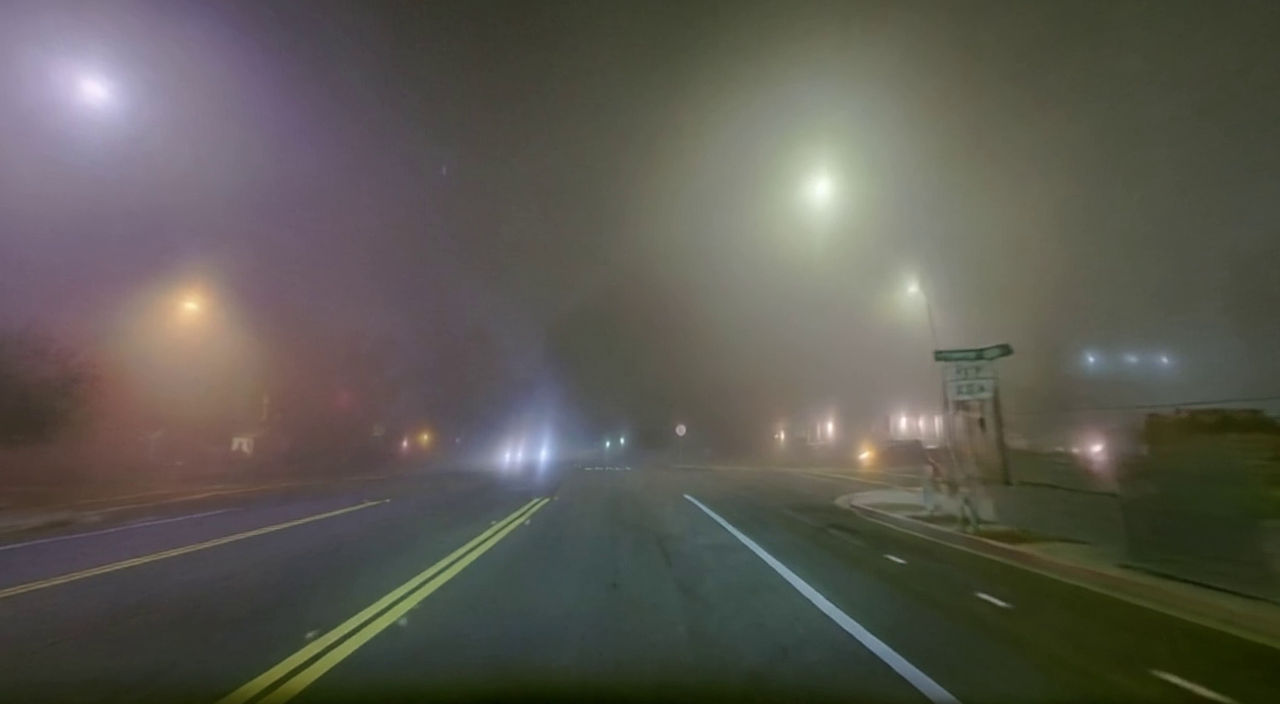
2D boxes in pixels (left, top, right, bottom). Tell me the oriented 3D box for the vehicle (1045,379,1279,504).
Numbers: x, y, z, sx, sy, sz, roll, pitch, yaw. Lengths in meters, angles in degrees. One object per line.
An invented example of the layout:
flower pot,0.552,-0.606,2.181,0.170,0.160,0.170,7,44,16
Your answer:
vehicle,11.533,1.690,11.950,5.949,2.092,2.570,0,-9,-1

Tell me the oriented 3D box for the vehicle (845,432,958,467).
vehicle,12.892,4.838,31.361,4.702,1.661,1.977,0,-8,0
